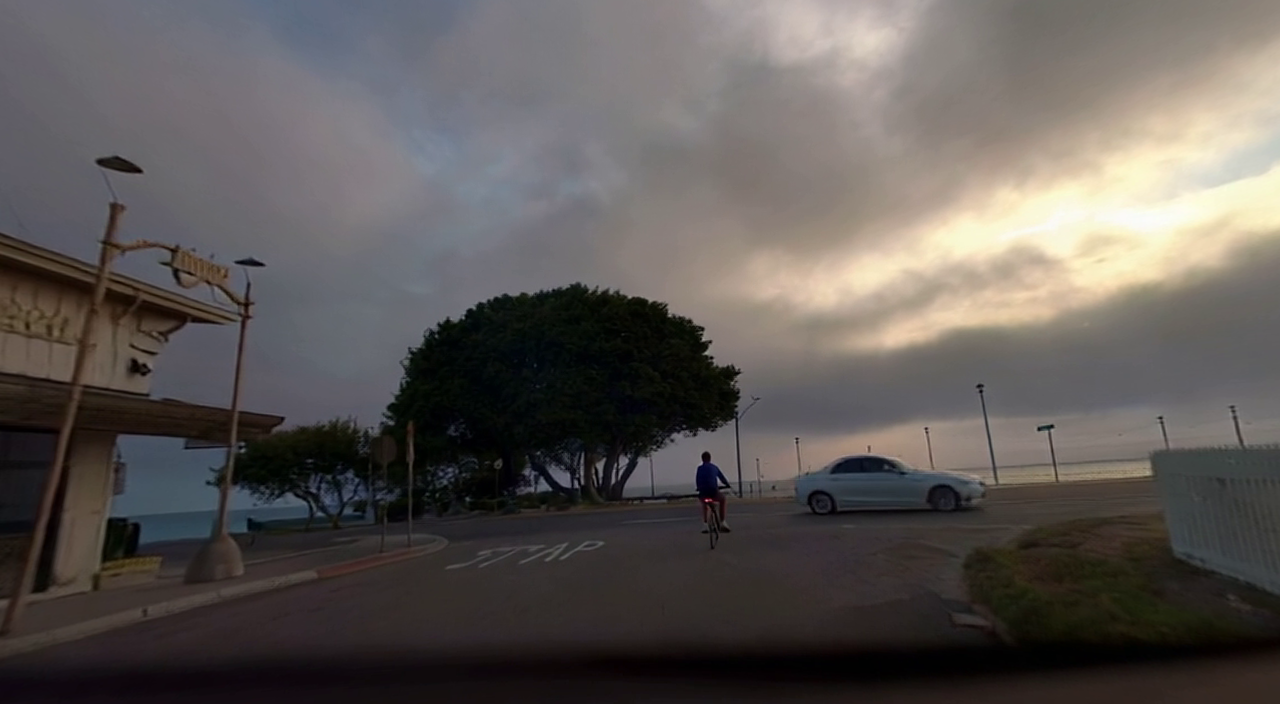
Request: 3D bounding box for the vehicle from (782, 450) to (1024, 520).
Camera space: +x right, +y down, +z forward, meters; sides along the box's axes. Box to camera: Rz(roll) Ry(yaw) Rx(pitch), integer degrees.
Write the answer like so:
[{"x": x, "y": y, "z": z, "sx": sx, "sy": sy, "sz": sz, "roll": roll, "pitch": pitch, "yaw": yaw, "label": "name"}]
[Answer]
[{"x": 6.628, "y": 3.309, "z": 16.367, "sx": 5.323, "sy": 1.479, "sz": 2.112, "roll": -8, "pitch": -11, "yaw": 40, "label": "vehicle"}]
